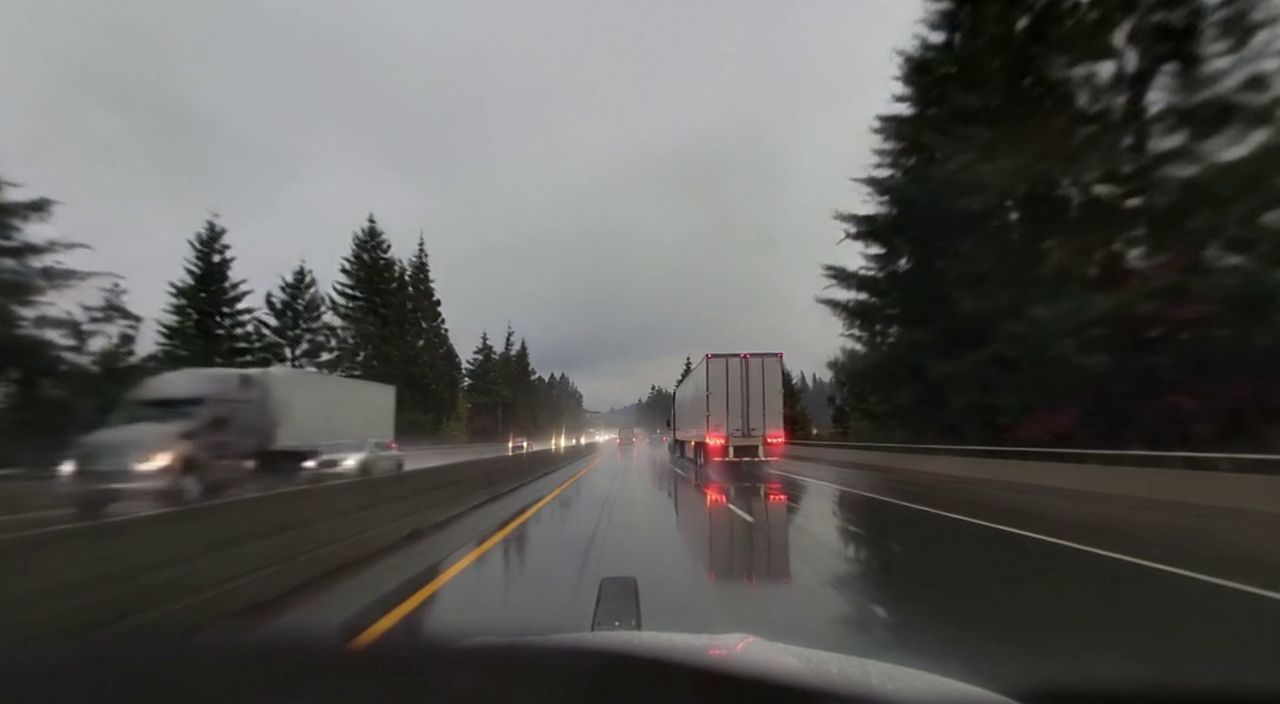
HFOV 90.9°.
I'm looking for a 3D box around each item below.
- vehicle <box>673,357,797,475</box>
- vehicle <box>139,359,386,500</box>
[{"bbox_3d":[3.560,3.070,28.205,3.038,3.975,13.887,0,-8,-1],"label":"vehicle"},{"bbox_3d":[-12.849,2.883,23.179,2.952,4.048,10.005,0,-8,-1],"label":"vehicle"}]
